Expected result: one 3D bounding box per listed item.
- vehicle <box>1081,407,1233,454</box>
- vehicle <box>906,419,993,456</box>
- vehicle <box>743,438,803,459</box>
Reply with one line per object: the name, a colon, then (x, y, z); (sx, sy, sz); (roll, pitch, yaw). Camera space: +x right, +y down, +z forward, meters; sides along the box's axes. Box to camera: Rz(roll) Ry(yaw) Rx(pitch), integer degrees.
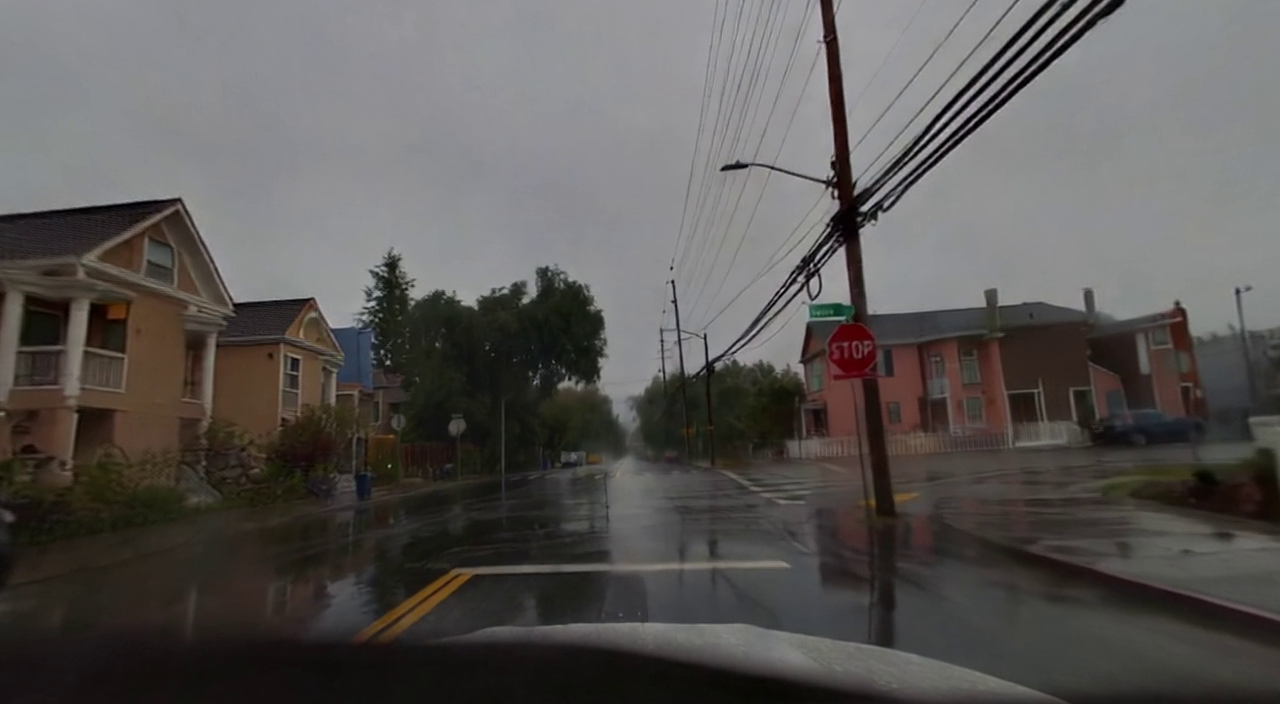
vehicle: (21.130, 3.245, 25.972); (4.466, 1.769, 2.033); (1, -8, -1)
vehicle: (15.545, 4.351, 31.992); (2.025, 1.689, 4.342); (0, -8, -2)
vehicle: (9.922, 7.215, 47.323); (4.019, 1.533, 1.769); (0, -8, 0)
